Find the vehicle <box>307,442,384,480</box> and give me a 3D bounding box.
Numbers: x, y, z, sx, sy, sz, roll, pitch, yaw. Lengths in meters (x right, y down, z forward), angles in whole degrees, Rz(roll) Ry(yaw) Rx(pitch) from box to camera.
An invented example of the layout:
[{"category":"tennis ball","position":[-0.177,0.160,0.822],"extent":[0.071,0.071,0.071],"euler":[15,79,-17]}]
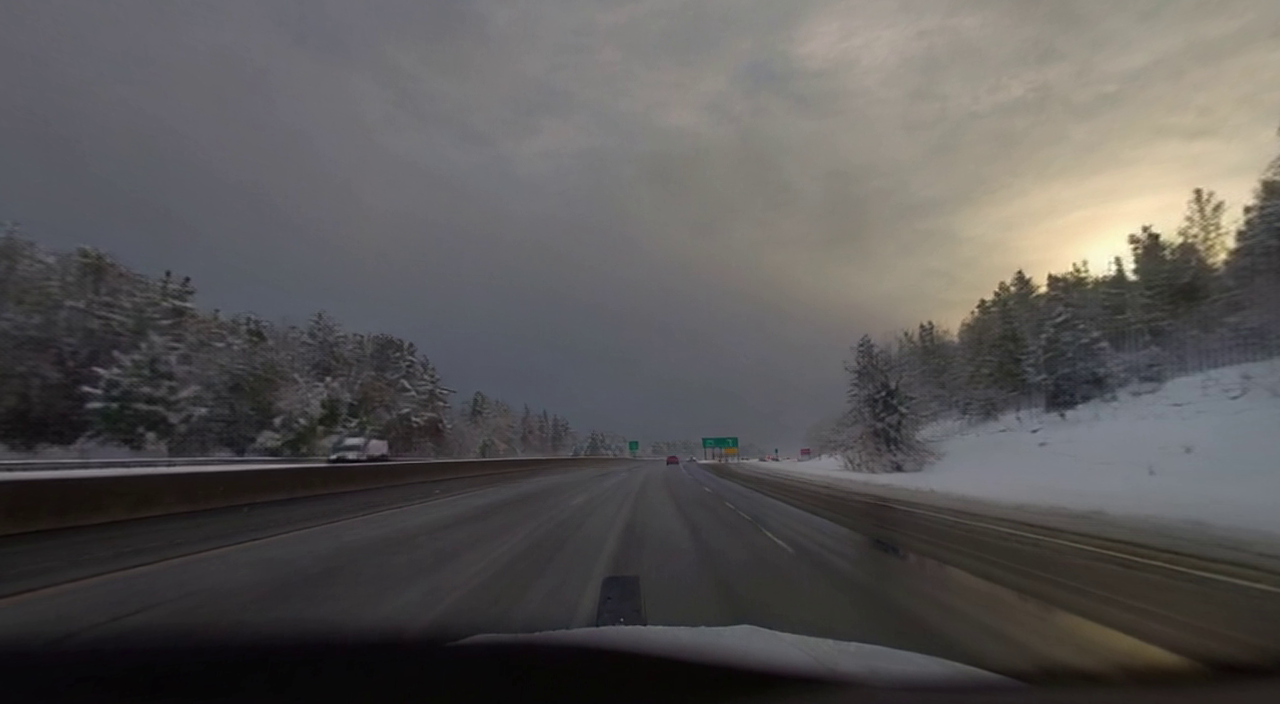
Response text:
[{"category":"vehicle","position":[-17.709,6.569,38.237],"extent":[2.080,2.108,4.885],"euler":[-1,-9,3]}]
